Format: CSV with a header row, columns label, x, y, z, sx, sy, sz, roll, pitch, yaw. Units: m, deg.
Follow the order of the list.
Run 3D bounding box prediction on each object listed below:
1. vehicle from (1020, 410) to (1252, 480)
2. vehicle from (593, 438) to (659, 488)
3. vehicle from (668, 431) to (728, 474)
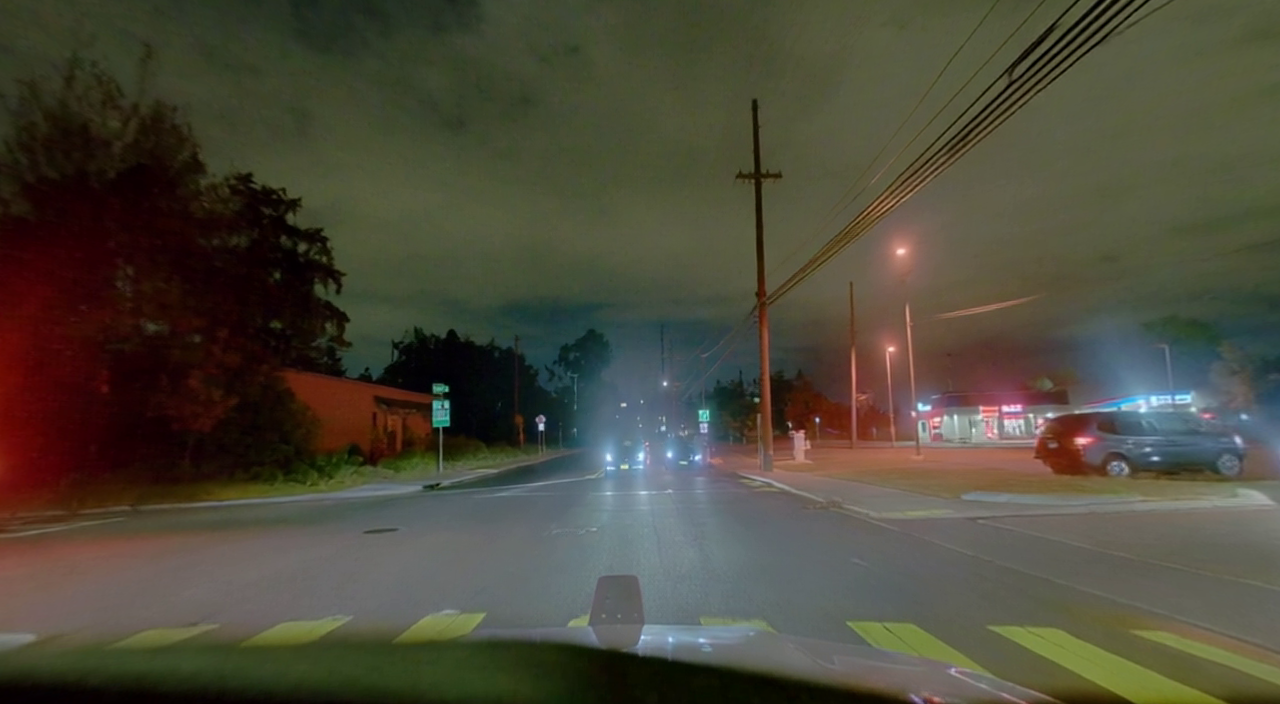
label,x,y,z,sx,sy,sz,roll,pitch,yaw
vehicle,13.343,2.537,17.269,4.518,1.764,2.014,-1,-9,2
vehicle,-0.546,3.540,20.462,1.874,1.427,3.976,0,-8,-5
vehicle,2.710,4.886,30.976,2.553,1.868,5.536,0,-8,2
